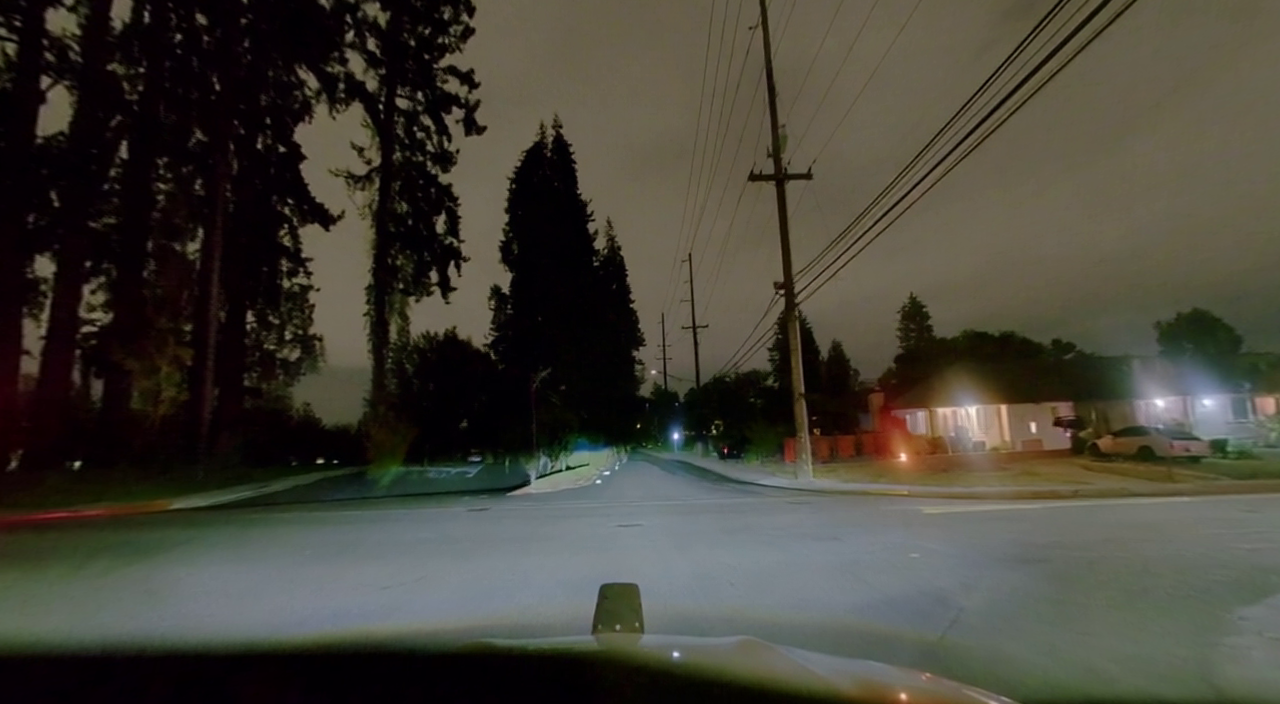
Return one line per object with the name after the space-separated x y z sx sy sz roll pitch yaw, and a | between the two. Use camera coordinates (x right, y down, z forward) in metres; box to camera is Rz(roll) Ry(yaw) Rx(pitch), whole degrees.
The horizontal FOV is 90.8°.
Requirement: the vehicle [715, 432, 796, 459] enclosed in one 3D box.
7.388 6.020 40.705 4.784 1.647 1.947 0 -8 -5 | vehicle
